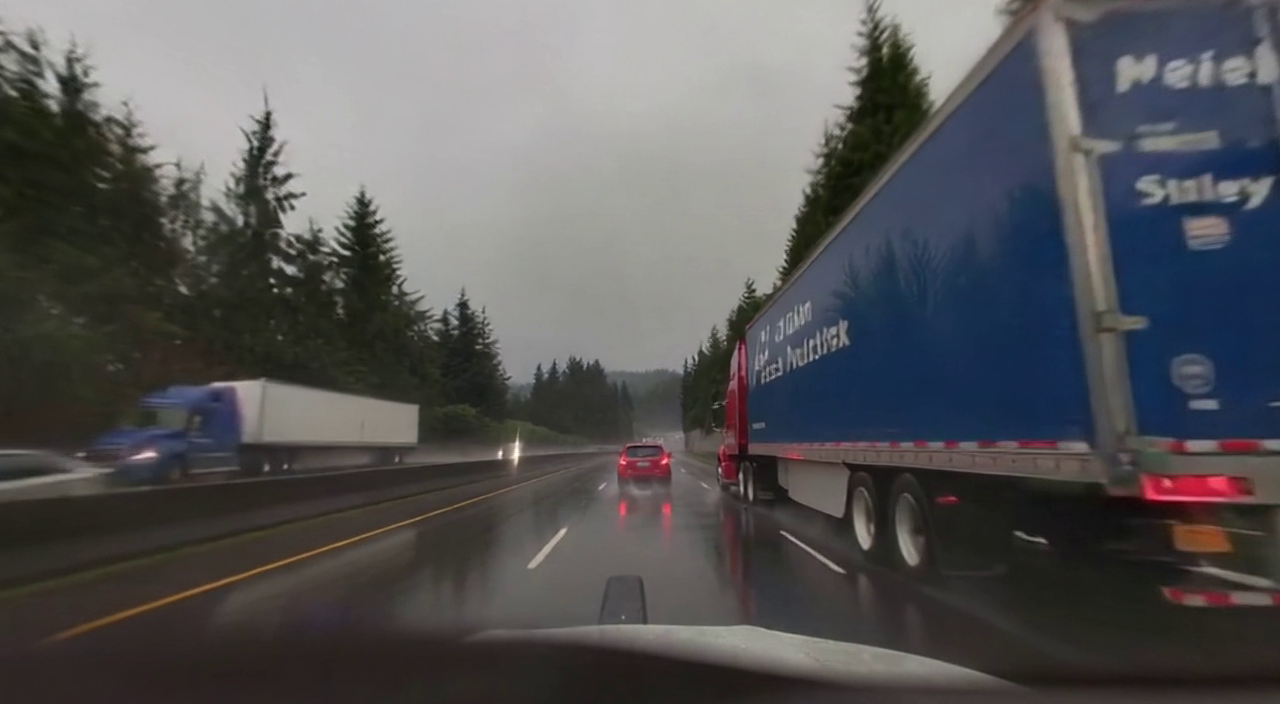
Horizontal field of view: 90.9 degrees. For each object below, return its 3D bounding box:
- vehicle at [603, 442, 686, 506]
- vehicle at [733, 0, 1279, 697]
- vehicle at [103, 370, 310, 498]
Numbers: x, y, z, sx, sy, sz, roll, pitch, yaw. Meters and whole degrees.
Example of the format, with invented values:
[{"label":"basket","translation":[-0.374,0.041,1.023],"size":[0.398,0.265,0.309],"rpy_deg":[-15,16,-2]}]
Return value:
[{"label":"vehicle","translation":[0.117,3.375,17.867],"size":[2.039,1.532,4.610],"rpy_deg":[0,-9,0]},{"label":"vehicle","translation":[3.991,0.839,10.314],"size":[2.960,4.018,13.834],"rpy_deg":[0,-9,0]},{"label":"vehicle","translation":[-15.212,3.029,22.868],"size":[3.014,4.010,5.862],"rpy_deg":[0,-9,1]}]
